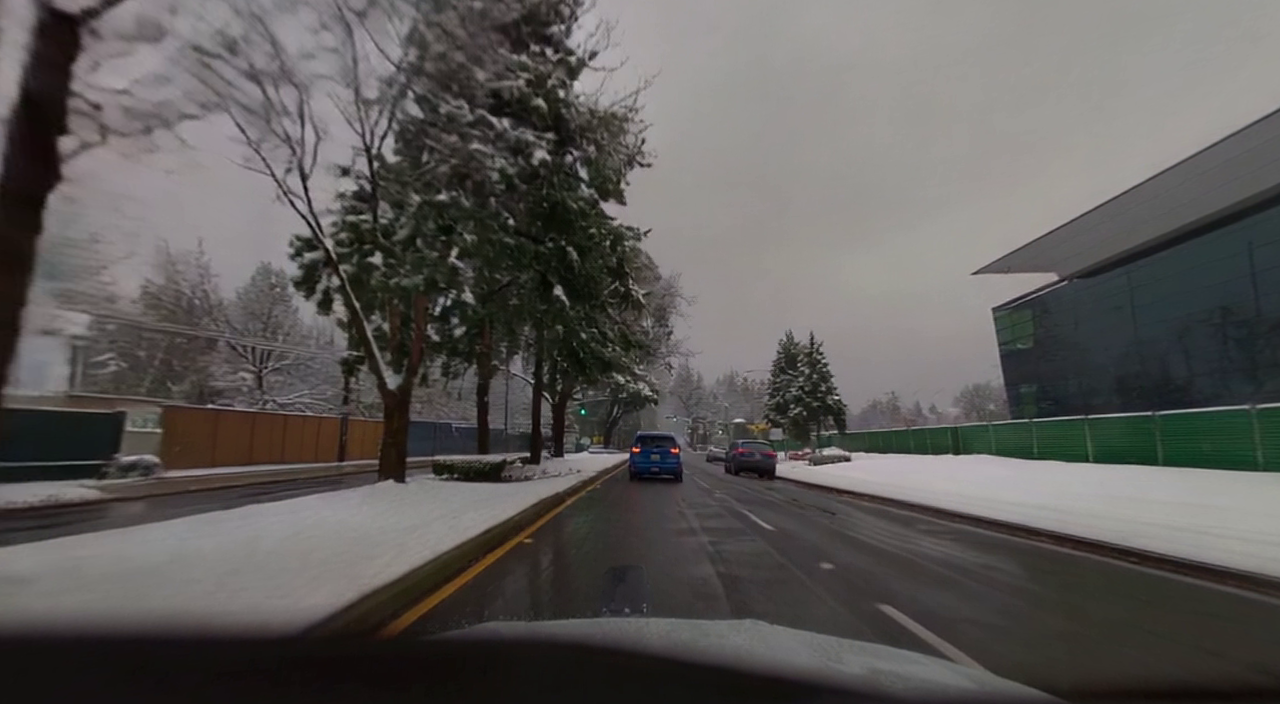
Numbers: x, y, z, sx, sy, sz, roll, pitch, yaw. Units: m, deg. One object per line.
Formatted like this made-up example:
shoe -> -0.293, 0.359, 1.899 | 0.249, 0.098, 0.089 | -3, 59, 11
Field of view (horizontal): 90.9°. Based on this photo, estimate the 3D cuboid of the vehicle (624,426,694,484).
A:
vehicle -> 0.733, 3.855, 23.761 | 2.386, 1.947, 4.168 | -1, -9, 2

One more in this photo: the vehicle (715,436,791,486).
vehicle -> 4.272, 4.205, 24.657 | 2.138, 1.699, 4.852 | -1, -9, 1
